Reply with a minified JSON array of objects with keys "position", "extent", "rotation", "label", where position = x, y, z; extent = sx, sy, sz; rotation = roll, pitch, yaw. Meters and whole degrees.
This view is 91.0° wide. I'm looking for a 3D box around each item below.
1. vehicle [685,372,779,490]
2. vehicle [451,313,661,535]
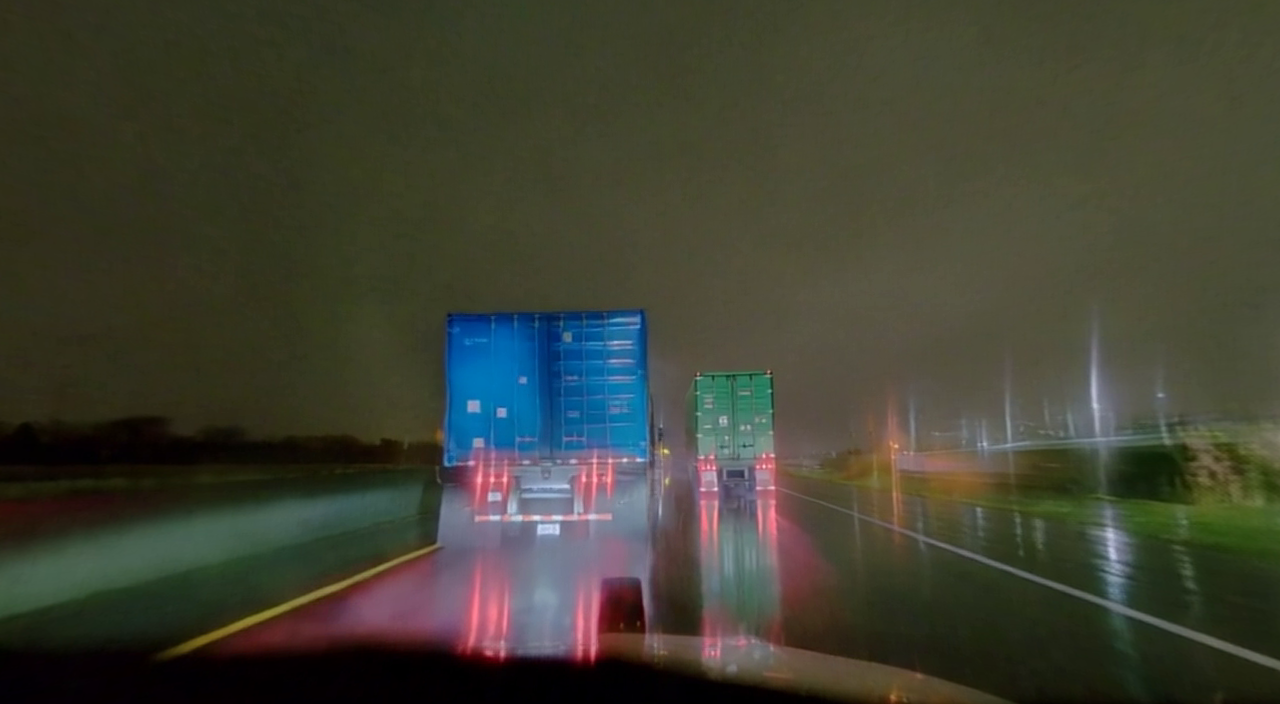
[{"position":[3.521,3.533,27.207],"extent":[2.942,4.003,11.297],"rotation":[0,-9,3],"label":"vehicle"},{"position":[-1.083,2.448,18.978],"extent":[3.267,3.655,17.154],"rotation":[0,-9,2],"label":"vehicle"}]
